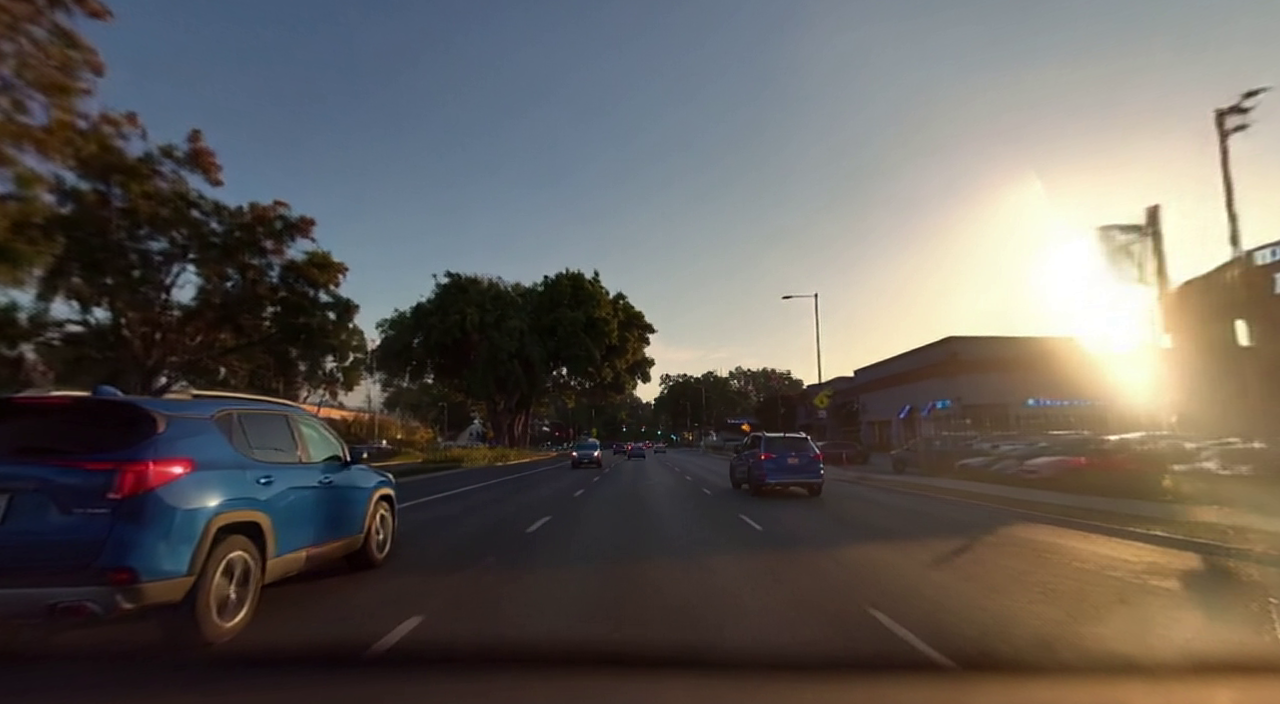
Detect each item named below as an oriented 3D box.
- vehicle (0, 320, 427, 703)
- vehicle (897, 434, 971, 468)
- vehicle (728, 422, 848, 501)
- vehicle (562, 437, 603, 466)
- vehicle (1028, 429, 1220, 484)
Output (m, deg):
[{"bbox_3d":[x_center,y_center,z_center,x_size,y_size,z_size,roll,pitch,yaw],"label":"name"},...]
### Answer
[{"bbox_3d":[-3.843,1.138,5.558,2.210,1.925,4.838,0,-8,0],"label":"vehicle"},{"bbox_3d":[15.655,5.283,33.849,1.897,1.662,4.504,0,-8,2],"label":"vehicle"},{"bbox_3d":[3.672,2.814,16.576,2.024,1.773,4.431,0,-8,0],"label":"vehicle"},{"bbox_3d":[-3.640,6.406,40.626,2.112,1.775,4.404,0,-8,1],"label":"vehicle"},{"bbox_3d":[13.660,2.962,17.960,4.040,1.497,1.702,0,-8,-1],"label":"vehicle"}]
